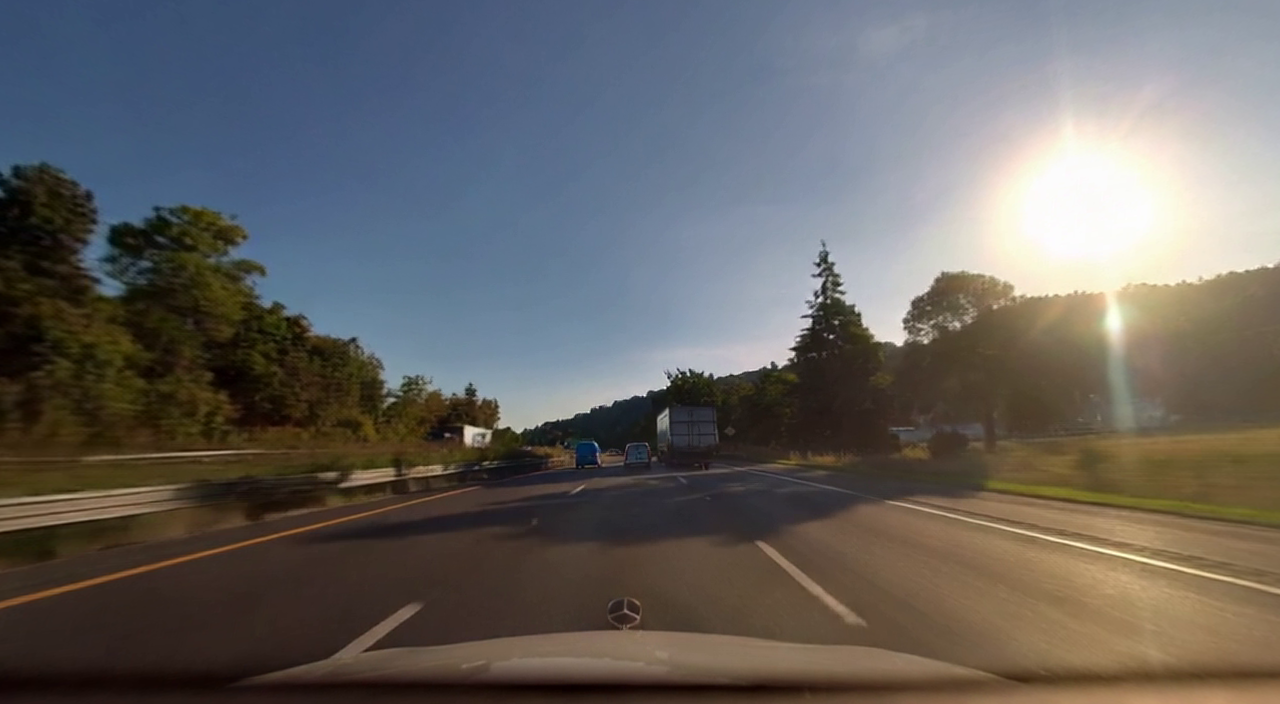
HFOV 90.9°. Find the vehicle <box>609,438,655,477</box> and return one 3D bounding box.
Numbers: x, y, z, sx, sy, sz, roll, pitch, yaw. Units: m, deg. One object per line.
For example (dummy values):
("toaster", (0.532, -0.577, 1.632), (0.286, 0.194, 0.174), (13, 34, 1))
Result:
("vehicle", (-0.379, 5.352, 32.135), (2.209, 1.825, 4.036), (0, -9, 0))

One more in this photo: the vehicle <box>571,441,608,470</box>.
("vehicle", (-3.544, 7.428, 45.391), (2.167, 1.991, 5.062), (-1, -9, 1))

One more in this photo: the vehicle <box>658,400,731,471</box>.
("vehicle", (3.345, 6.109, 44.597), (3.468, 4.030, 16.902), (0, -9, -1))
